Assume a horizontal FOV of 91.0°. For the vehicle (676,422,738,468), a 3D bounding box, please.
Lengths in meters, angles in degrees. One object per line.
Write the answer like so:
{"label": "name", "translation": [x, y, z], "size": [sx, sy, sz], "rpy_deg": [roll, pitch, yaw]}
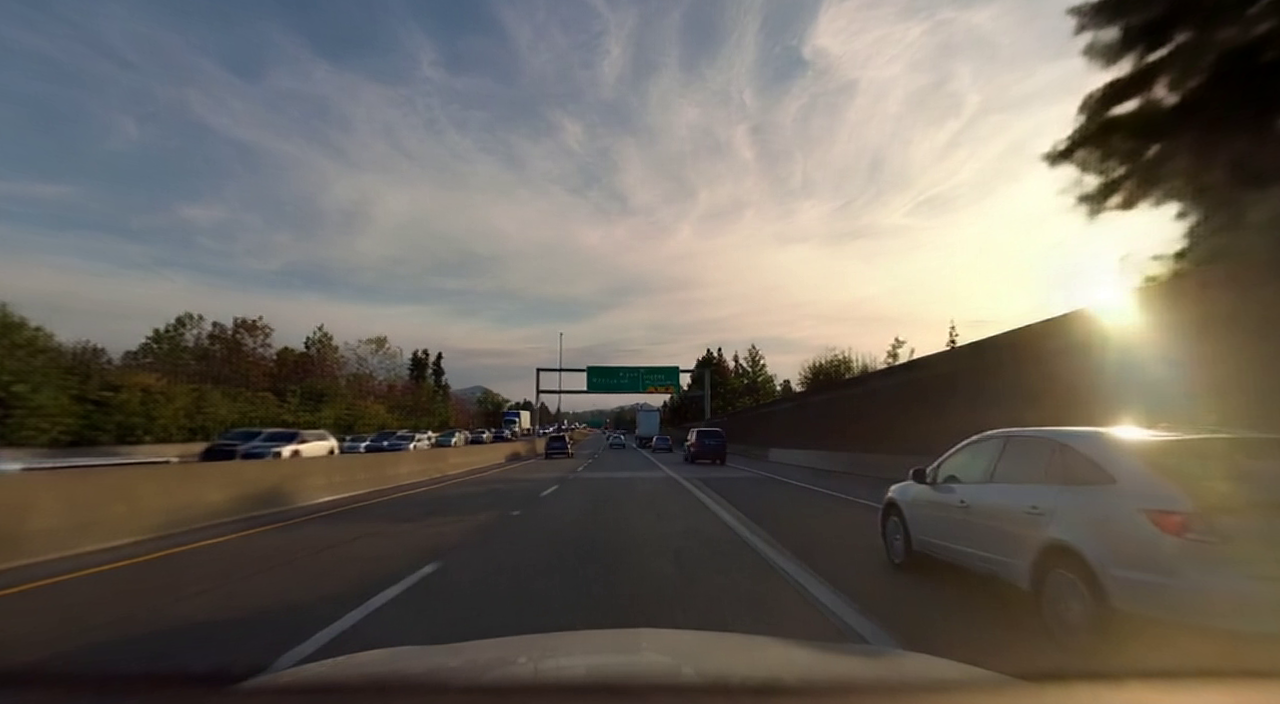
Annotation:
{"label": "vehicle", "translation": [3.064, 4.398, 29.915], "size": [2.207, 1.937, 5.610], "rpy_deg": [0, -8, -1]}

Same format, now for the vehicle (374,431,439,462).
{"label": "vehicle", "translation": [-11.484, 4.661, 31.205], "size": [1.727, 1.433, 3.940], "rpy_deg": [0, -8, -1]}

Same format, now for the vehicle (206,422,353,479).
{"label": "vehicle", "translation": [-10.849, 3.000, 19.366], "size": [1.948, 1.538, 4.322], "rpy_deg": [0, -8, 0]}

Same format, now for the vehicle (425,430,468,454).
{"label": "vehicle", "translation": [-11.836, 5.544, 38.714], "size": [1.610, 1.420, 3.445], "rpy_deg": [0, -8, -1]}

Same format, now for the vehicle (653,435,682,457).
{"label": "vehicle", "translation": [1.916, 6.671, 44.717], "size": [1.844, 1.462, 3.736], "rpy_deg": [0, -8, -1]}

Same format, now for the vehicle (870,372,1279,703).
{"label": "vehicle", "translation": [3.528, 1.111, 4.408], "size": [2.127, 1.497, 4.445], "rpy_deg": [0, -8, 0]}

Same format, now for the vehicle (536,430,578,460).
{"label": "vehicle", "translation": [-4.966, 5.654, 38.233], "size": [2.058, 1.689, 4.315], "rpy_deg": [0, -8, -1]}
